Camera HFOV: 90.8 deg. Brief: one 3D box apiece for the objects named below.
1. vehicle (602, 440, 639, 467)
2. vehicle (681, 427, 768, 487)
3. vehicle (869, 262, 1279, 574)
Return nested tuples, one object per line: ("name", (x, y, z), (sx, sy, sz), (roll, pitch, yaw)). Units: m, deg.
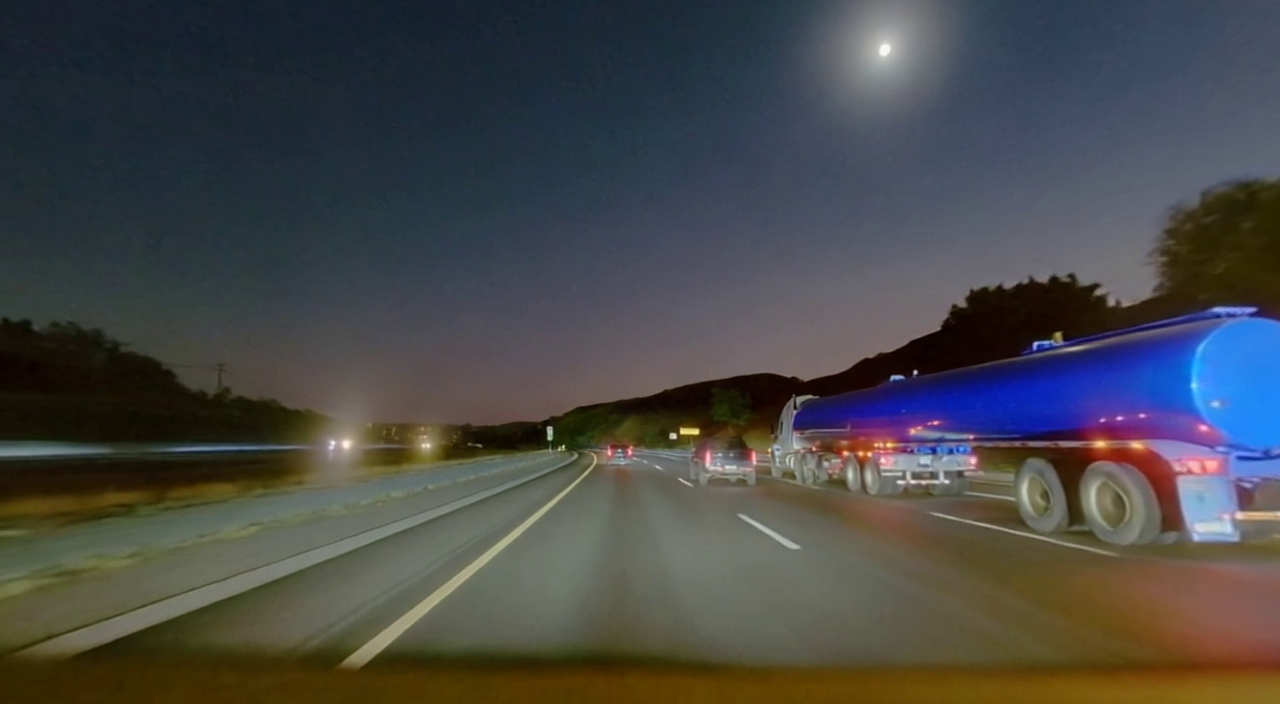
("vehicle", (-1.193, 6.028, 37.652), (2.083, 1.477, 3.965), (1, -8, -3))
("vehicle", (2.723, 3.509, 21.465), (2.098, 1.794, 4.561), (1, -8, -3))
("vehicle", (7.499, 1.360, 11.479), (2.805, 3.212, 9.978), (0, -8, -1))
